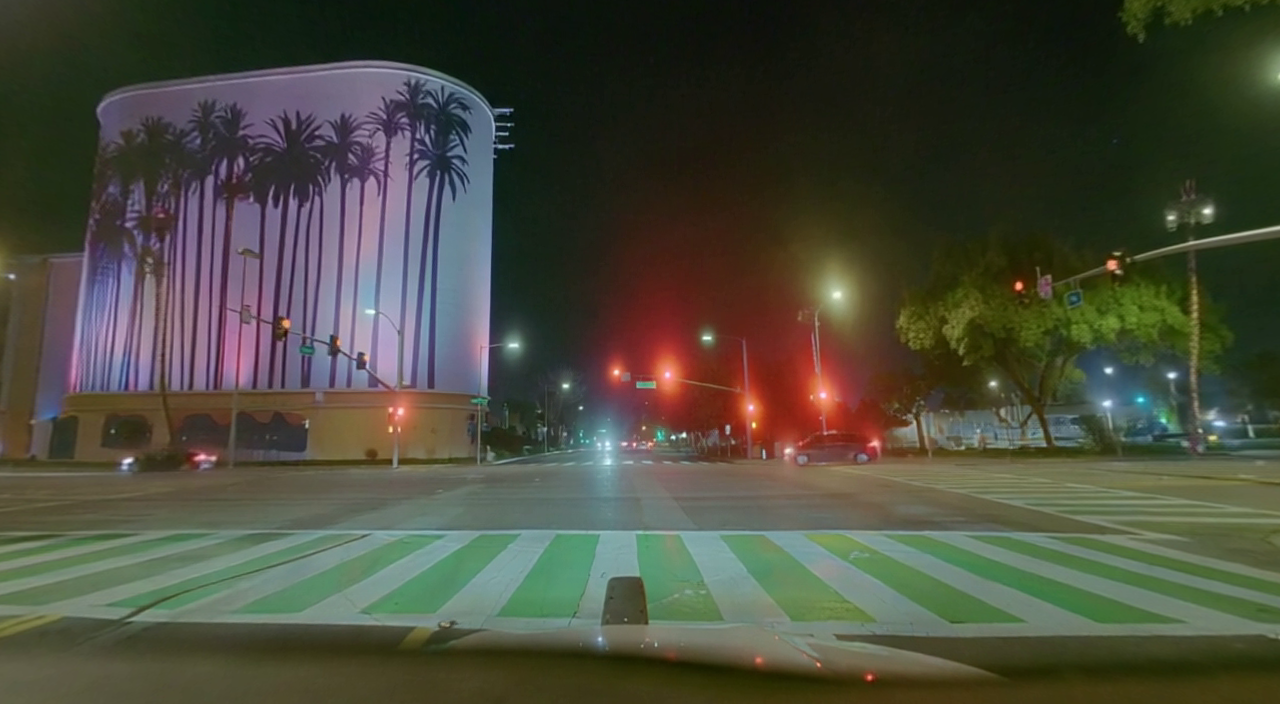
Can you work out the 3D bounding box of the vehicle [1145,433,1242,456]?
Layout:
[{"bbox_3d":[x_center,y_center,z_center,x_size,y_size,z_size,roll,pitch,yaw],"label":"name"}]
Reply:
[{"bbox_3d":[36.161,6.033,41.242,4.606,1.449,1.687,0,-8,2],"label":"vehicle"}]

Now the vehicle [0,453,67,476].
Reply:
[{"bbox_3d":[-41.619,7.613,42.782,3.698,1.508,1.779,0,-8,1],"label":"vehicle"}]

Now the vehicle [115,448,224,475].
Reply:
[{"bbox_3d":[-27.500,6.399,36.944,4.893,1.458,1.791,0,-8,-2],"label":"vehicle"}]

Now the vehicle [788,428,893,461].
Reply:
[{"bbox_3d":[11.720,5.474,37.171,5.477,1.880,2.125,0,-8,1],"label":"vehicle"}]
